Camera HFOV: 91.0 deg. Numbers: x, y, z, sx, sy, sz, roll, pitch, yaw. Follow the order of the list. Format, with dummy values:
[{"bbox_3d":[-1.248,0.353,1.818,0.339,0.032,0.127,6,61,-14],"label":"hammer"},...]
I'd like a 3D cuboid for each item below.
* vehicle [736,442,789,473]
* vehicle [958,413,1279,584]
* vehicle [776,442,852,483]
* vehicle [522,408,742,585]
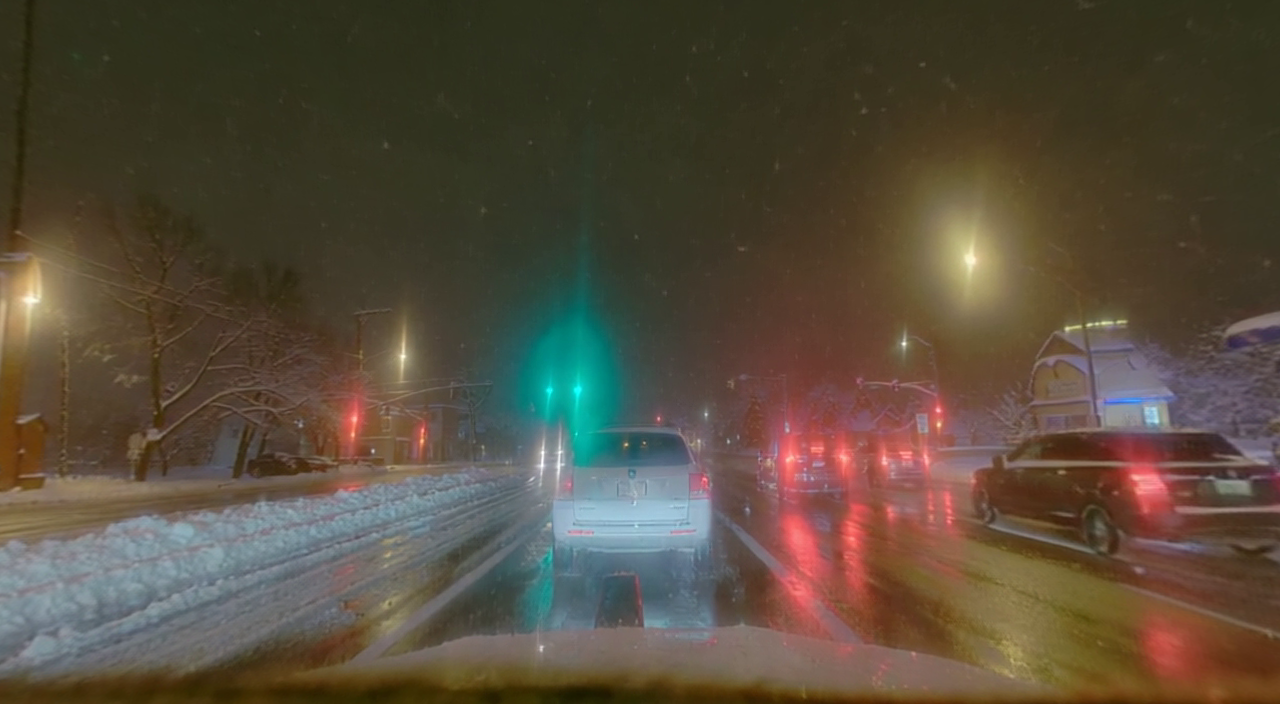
[{"bbox_3d":[6.259,5.453,32.633,1.961,1.477,4.454,0,-9,2],"label":"vehicle"},{"bbox_3d":[6.503,1.774,8.499,2.072,1.652,4.611,0,-9,1],"label":"vehicle"},{"bbox_3d":[6.854,4.386,25.300,1.833,1.452,4.237,0,-9,0],"label":"vehicle"},{"bbox_3d":[-0.063,1.694,8.115,2.115,1.700,3.901,0,-9,1],"label":"vehicle"}]
